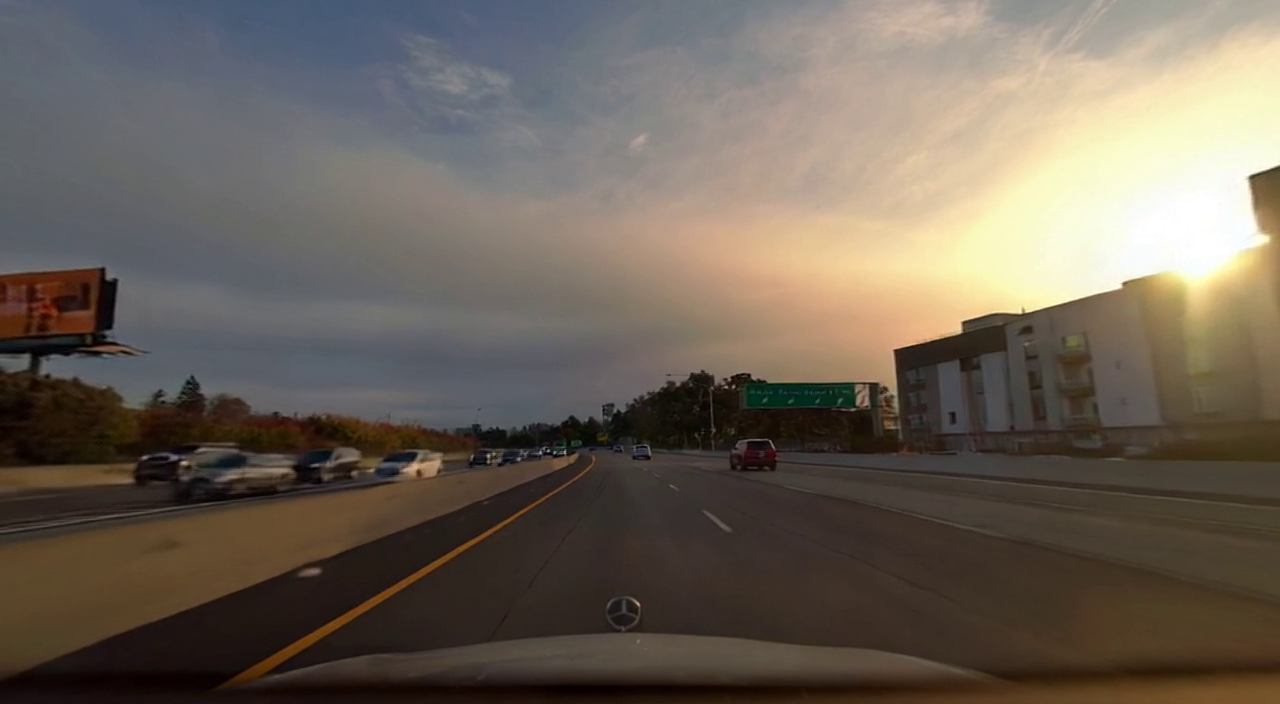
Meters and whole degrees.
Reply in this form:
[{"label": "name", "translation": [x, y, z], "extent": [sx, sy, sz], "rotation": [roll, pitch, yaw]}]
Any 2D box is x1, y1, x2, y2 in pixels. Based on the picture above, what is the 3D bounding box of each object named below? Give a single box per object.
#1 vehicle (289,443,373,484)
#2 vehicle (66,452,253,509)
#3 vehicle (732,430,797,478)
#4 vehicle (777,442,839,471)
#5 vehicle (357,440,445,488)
[{"label": "vehicle", "translation": [-14.868, 5.370, 30.759], "extent": [1.703, 1.767, 4.921], "rotation": [0, -9, -1]}, {"label": "vehicle", "translation": [-13.598, 3.619, 18.337], "extent": [1.975, 1.377, 4.491], "rotation": [0, -9, -1]}, {"label": "vehicle", "translation": [6.021, 4.999, 31.240], "extent": [2.043, 2.154, 4.731], "rotation": [0, -9, -3]}, {"label": "vehicle", "translation": [9.423, 5.888, 35.895], "extent": [1.981, 1.508, 4.768], "rotation": [0, -9, -3]}, {"label": "vehicle", "translation": [-10.031, 4.735, 26.936], "extent": [2.122, 1.824, 4.603], "rotation": [1, -9, -3]}]
